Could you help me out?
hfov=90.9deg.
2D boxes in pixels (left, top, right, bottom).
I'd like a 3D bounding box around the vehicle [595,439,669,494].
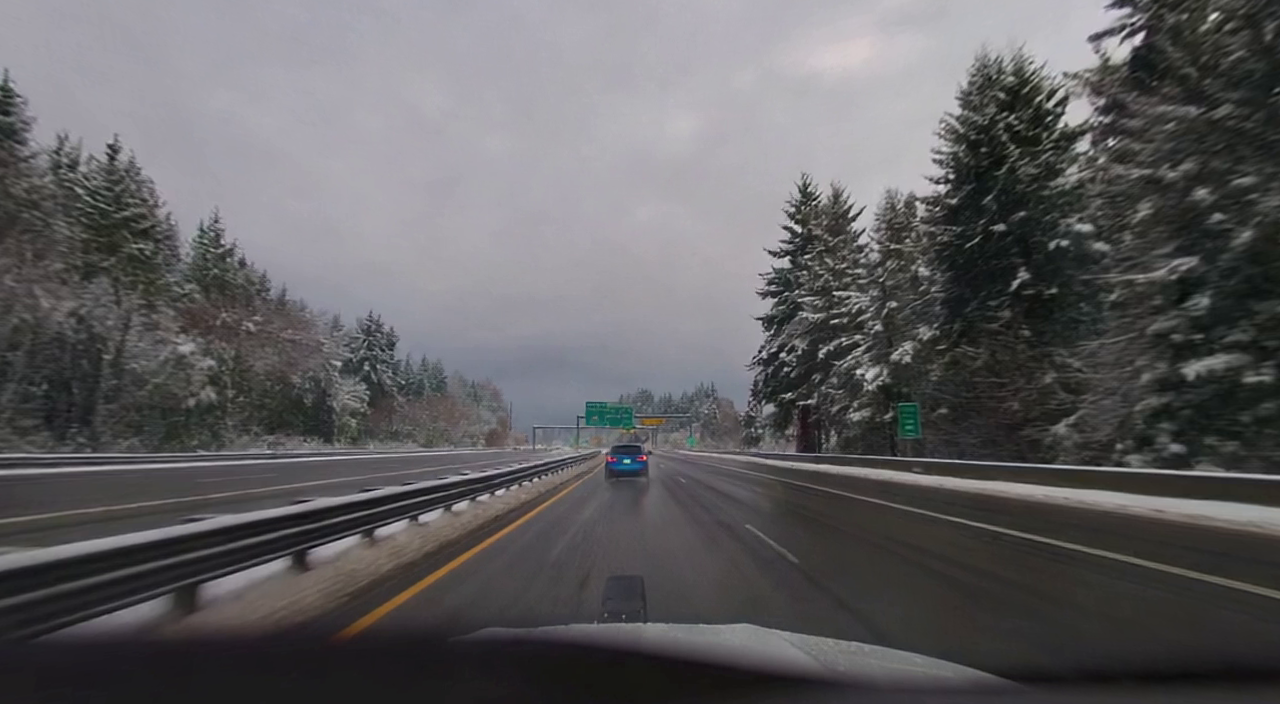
[{"bbox_3d":[-0.228,3.526,19.762,2.069,1.523,4.012,0,-9,0],"label":"vehicle"}]
